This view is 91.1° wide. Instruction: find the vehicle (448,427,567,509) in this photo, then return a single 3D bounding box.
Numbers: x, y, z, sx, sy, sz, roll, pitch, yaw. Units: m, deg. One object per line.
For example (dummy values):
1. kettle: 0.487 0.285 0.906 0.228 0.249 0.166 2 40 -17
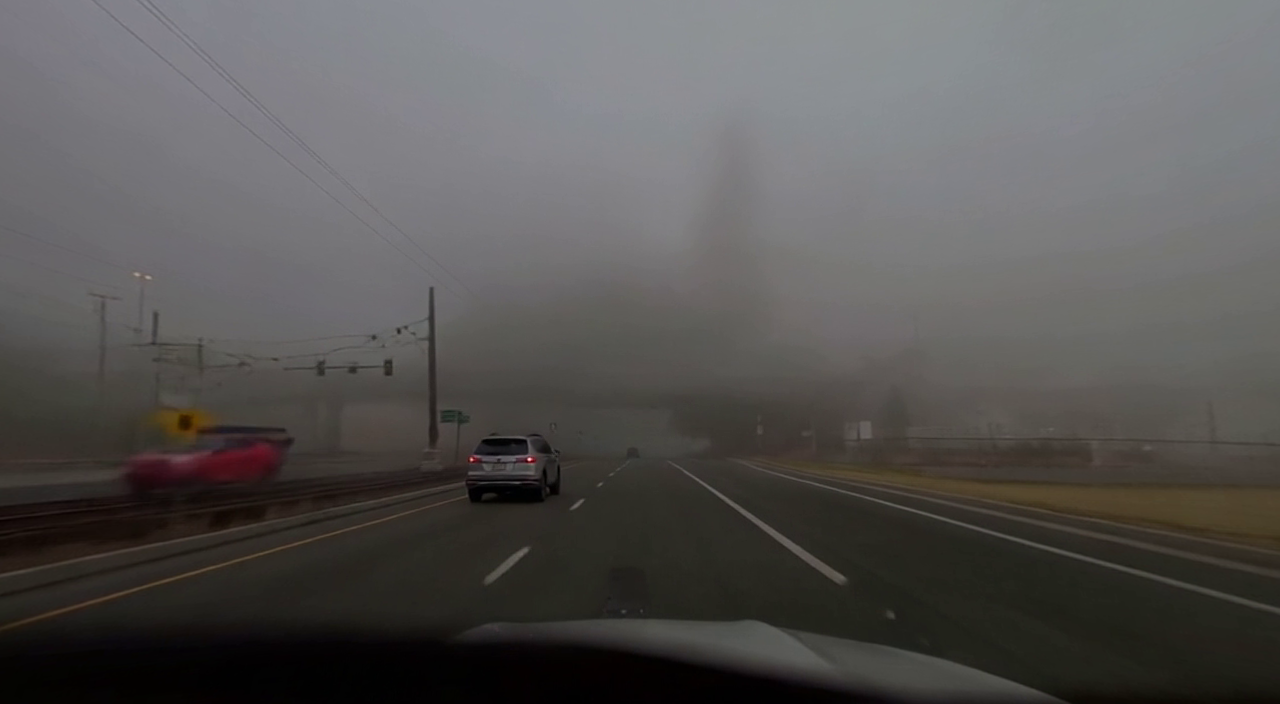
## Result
1. vehicle: -3.045 2.772 15.461 1.882 1.704 4.335 0 -9 1
